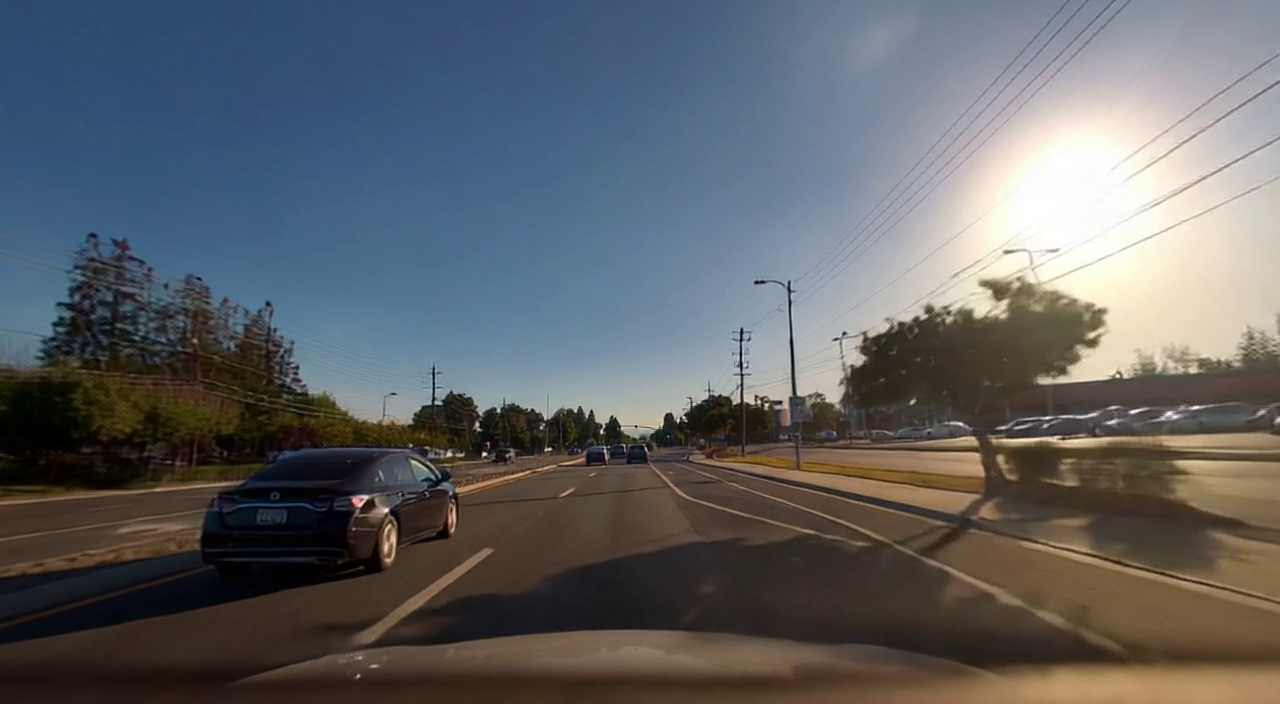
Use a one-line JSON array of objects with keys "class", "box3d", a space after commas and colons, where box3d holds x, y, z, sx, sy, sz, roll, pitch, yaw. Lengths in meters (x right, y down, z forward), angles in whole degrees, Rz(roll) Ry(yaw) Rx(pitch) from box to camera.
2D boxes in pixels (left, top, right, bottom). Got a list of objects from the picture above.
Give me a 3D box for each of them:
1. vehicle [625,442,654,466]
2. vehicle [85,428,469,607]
[{"class": "vehicle", "box3d": [-0.033, 8.023, 49.719, 2.182, 1.773, 4.041, 0, -8, 0]}, {"class": "vehicle", "box3d": [-3.696, 1.742, 7.695, 1.928, 1.488, 4.635, 0, -8, 0]}]
